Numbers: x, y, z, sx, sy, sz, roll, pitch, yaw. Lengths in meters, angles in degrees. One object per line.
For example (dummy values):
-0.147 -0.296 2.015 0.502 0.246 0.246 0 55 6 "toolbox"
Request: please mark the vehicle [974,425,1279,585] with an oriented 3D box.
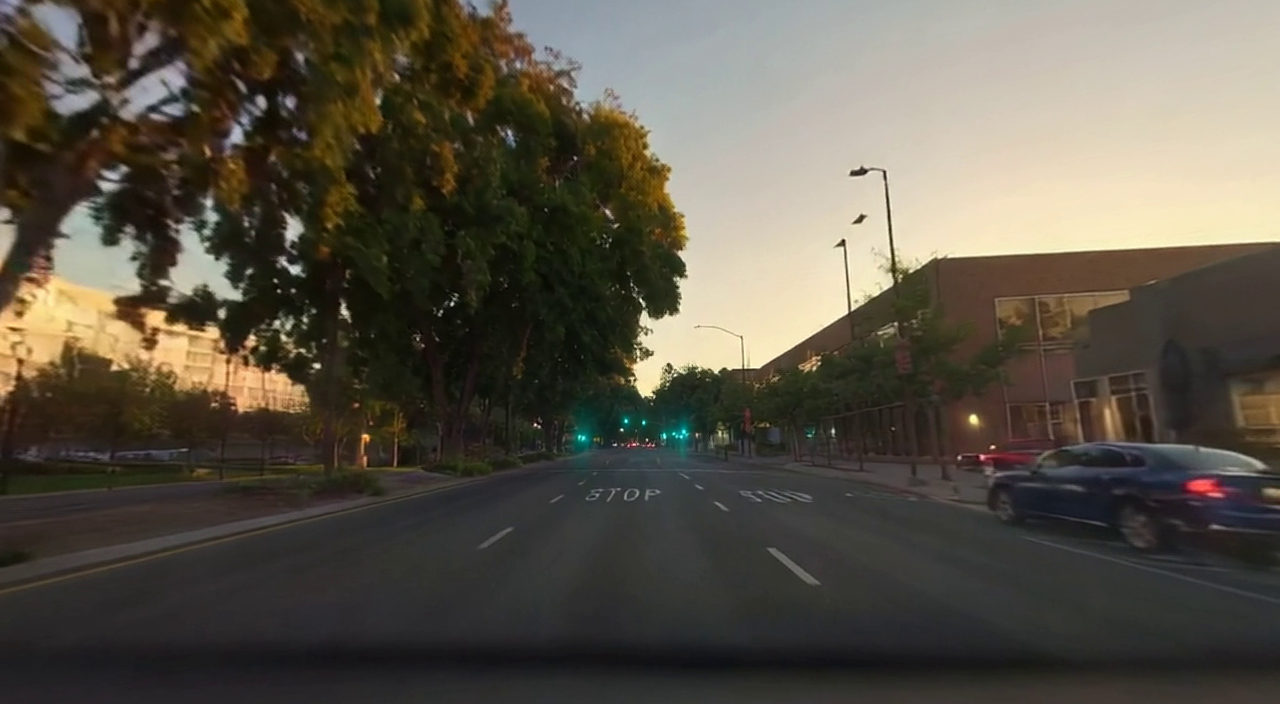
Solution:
6.719 1.819 8.473 1.872 1.528 4.648 0 -8 0 "vehicle"
